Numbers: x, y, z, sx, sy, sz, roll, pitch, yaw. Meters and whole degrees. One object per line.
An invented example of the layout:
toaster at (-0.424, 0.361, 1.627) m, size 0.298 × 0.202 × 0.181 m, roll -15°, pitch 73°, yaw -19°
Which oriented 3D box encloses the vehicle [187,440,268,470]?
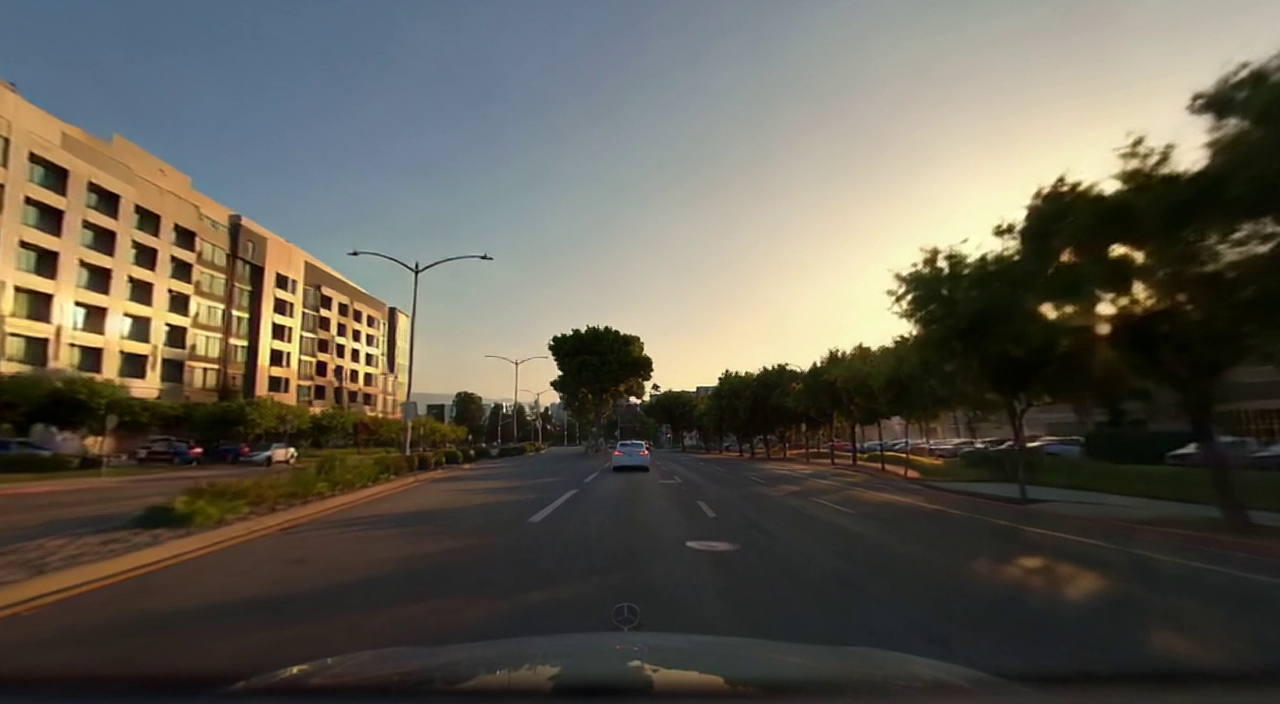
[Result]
vehicle at (-26.926, 6.698, 41.435) m, size 1.992 × 1.798 × 4.987 m, roll 0°, pitch -8°, yaw -1°

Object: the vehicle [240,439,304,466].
vehicle at (-27.203, 7.447, 46.915) m, size 1.978 × 1.835 × 4.932 m, roll 0°, pitch -8°, yaw -3°

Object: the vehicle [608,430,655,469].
vehicle at (-0.416, 5.028, 32.671) m, size 2.260 × 1.872 × 4.578 m, roll 0°, pitch -8°, yaw 0°

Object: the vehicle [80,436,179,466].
vehicle at (-35.357, 6.898, 44.013) m, size 2.181 × 1.913 × 5.591 m, roll 0°, pitch -9°, yaw 0°
